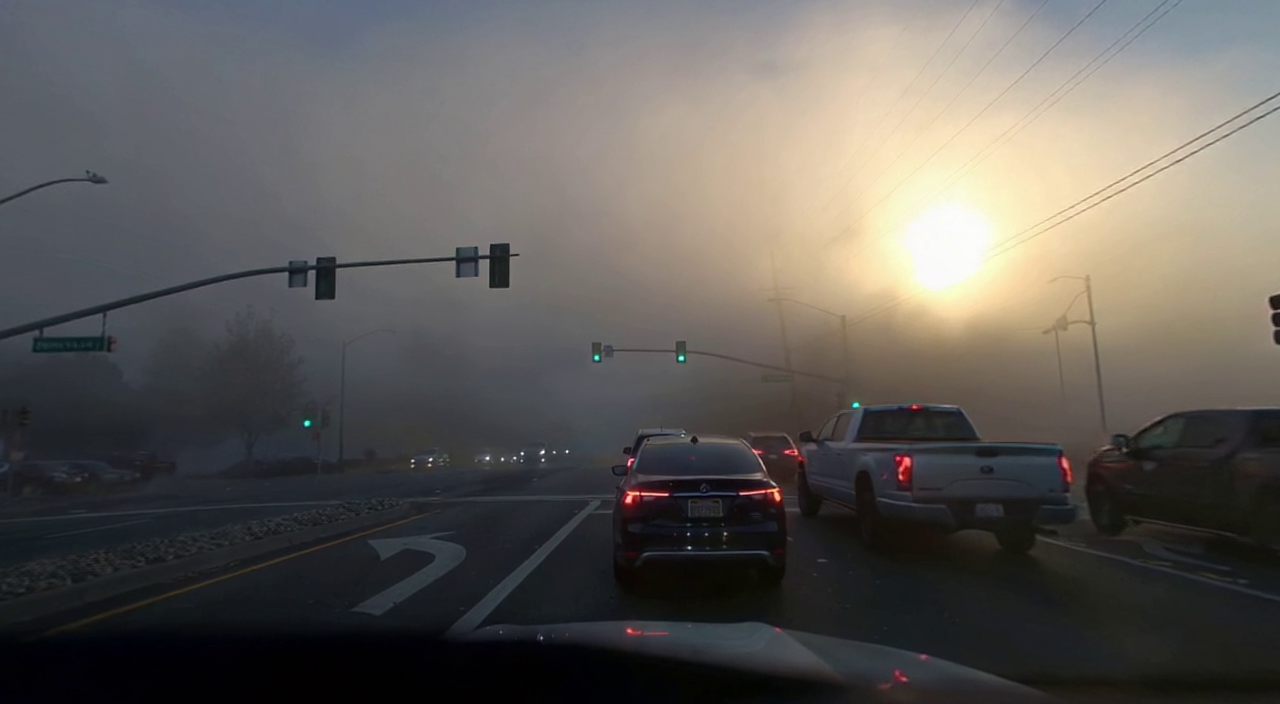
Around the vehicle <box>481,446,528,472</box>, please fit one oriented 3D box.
[{"bbox_3d":[-8.357,6.617,39.237,2.002,1.469,4.301,0,-8,-1],"label":"vehicle"}]

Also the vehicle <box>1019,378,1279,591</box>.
[{"bbox_3d":[7.264,1.459,7.349,2.323,2.009,5.266,0,-8,-1],"label":"vehicle"}]

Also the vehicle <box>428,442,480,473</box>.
[{"bbox_3d":[-11.889,6.749,40.624,1.991,1.844,4.393,0,-8,0],"label":"vehicle"}]

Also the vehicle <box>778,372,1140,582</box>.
[{"bbox_3d":[3.827,1.647,9.133,2.358,2.116,5.328,0,-8,-1],"label":"vehicle"}]

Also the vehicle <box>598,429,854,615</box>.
[{"bbox_3d":[0.600,1.621,6.939,2.038,1.447,3.756,0,-8,-3],"label":"vehicle"}]

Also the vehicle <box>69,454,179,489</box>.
[{"bbox_3d":[-29.078,6.696,35.601,4.789,1.828,2.025,-2,-9,10],"label":"vehicle"}]
